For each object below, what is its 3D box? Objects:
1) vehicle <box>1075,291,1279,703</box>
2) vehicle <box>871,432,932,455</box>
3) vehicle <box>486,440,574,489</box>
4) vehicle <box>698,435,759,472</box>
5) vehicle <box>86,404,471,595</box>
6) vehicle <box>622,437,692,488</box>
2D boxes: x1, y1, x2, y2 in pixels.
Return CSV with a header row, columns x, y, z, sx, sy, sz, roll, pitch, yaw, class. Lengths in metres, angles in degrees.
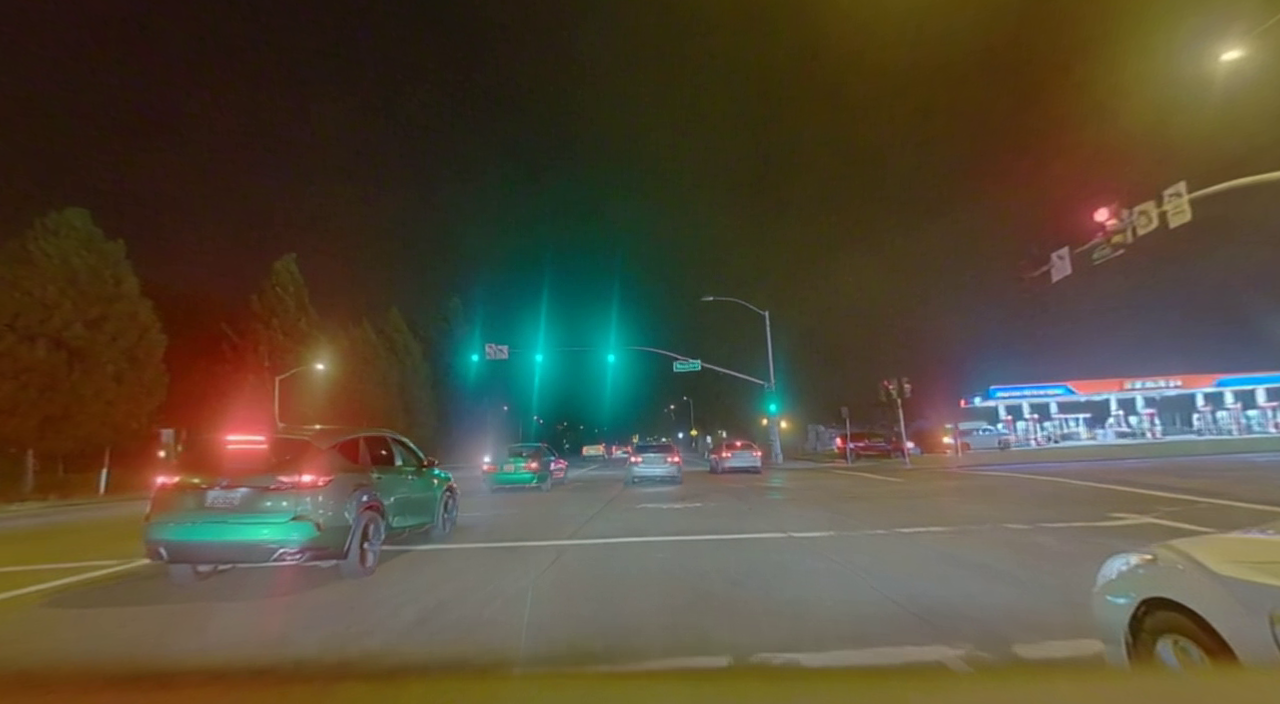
x,y,z,sx,sy,sz,roll,pitch,yaw,class
3.273,0.501,0.942,1.992,1.805,4.549,0,-8,1,vehicle
18.085,6.399,43.873,2.081,1.482,4.860,0,-8,-1,vehicle
-3.485,3.650,20.888,1.995,1.436,4.500,0,-8,2,vehicle
3.721,4.377,27.398,1.920,1.479,4.548,0,-8,-1,vehicle
-3.885,1.668,8.120,2.023,1.687,4.874,0,-8,1,vehicle
0.542,3.435,19.939,1.994,1.433,3.894,0,-8,2,vehicle
